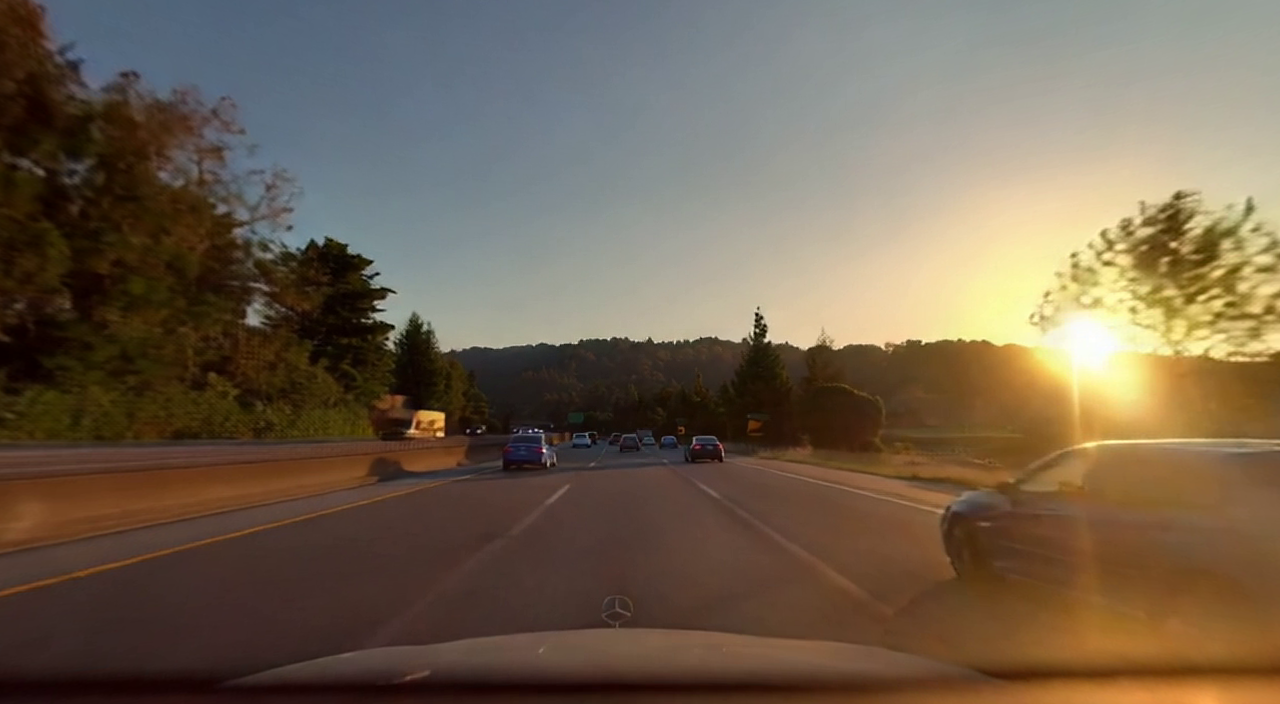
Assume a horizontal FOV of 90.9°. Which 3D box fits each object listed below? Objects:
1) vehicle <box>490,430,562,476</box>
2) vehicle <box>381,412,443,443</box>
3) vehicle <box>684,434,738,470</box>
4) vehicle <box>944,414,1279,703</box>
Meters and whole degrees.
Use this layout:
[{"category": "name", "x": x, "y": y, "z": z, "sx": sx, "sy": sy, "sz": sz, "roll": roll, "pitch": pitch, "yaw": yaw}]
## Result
[{"category": "vehicle", "x": -4.154, "y": 3.725, "z": 23.583, "sx": 1.941, "sy": 1.529, "sz": 4.111, "roll": 0, "pitch": -8, "yaw": -1}, {"category": "vehicle", "x": -14.376, "y": 4.829, "z": 40.077, "sx": 2.062, "sy": 1.813, "sz": 4.744, "roll": 0, "pitch": -7, "yaw": 1}, {"category": "vehicle", "x": 3.172, "y": 4.543, "z": 28.964, "sx": 1.883, "sy": 1.536, "sz": 3.792, "roll": 1, "pitch": -8, "yaw": -3}, {"category": "vehicle", "x": 3.839, "y": 1.174, "z": 3.832, "sx": 1.986, "sy": 1.488, "sz": 3.867, "roll": 1, "pitch": -8, "yaw": -1}]
